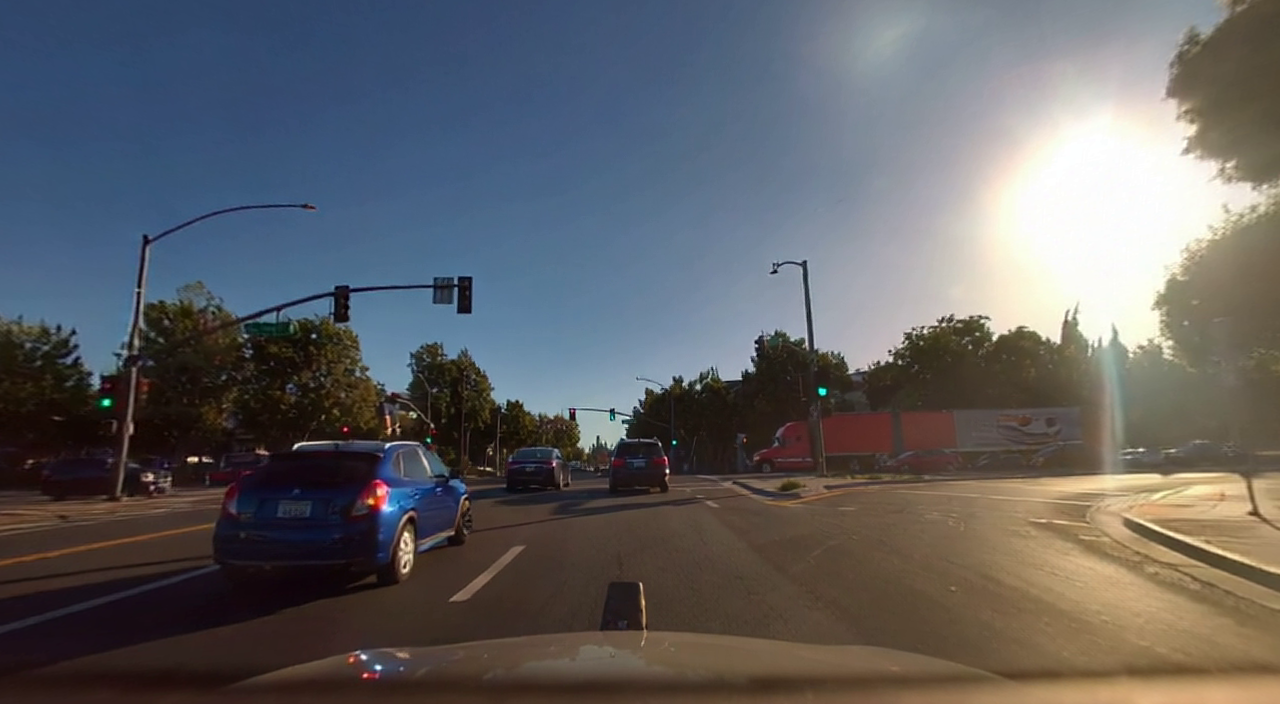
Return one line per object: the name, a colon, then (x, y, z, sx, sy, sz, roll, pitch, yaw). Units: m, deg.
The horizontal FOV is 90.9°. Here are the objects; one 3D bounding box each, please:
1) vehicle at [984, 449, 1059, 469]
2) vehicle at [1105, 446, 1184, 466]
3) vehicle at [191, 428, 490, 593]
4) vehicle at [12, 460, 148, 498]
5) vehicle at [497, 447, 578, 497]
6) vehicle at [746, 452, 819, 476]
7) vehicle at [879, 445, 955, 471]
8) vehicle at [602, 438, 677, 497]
vehicle: (28.650, 8.055, 47.358, 4.365, 1.448, 1.928, 0, -8, 0)
vehicle: (37.789, 7.760, 47.231, 4.525, 1.468, 1.839, 1, -8, -6)
vehicle: (-3.232, 1.745, 7.731, 1.960, 1.528, 3.490, 0, -8, -1)
vehicle: (-27.179, 6.148, 30.701, 4.623, 1.710, 2.034, 0, -8, 1)
vehicle: (-3.324, 3.976, 21.296, 2.013, 1.474, 4.393, 0, -8, 0)
vehicle: (10.540, 8.329, 46.866, 4.875, 1.473, 2.077, -2, -12, -2)
vehicle: (20.690, 7.971, 47.159, 4.585, 1.681, 2.140, -2, -10, -1)
vehicle: (-0.010, 3.625, 20.198, 2.163, 1.678, 3.846, 0, -8, 0)
